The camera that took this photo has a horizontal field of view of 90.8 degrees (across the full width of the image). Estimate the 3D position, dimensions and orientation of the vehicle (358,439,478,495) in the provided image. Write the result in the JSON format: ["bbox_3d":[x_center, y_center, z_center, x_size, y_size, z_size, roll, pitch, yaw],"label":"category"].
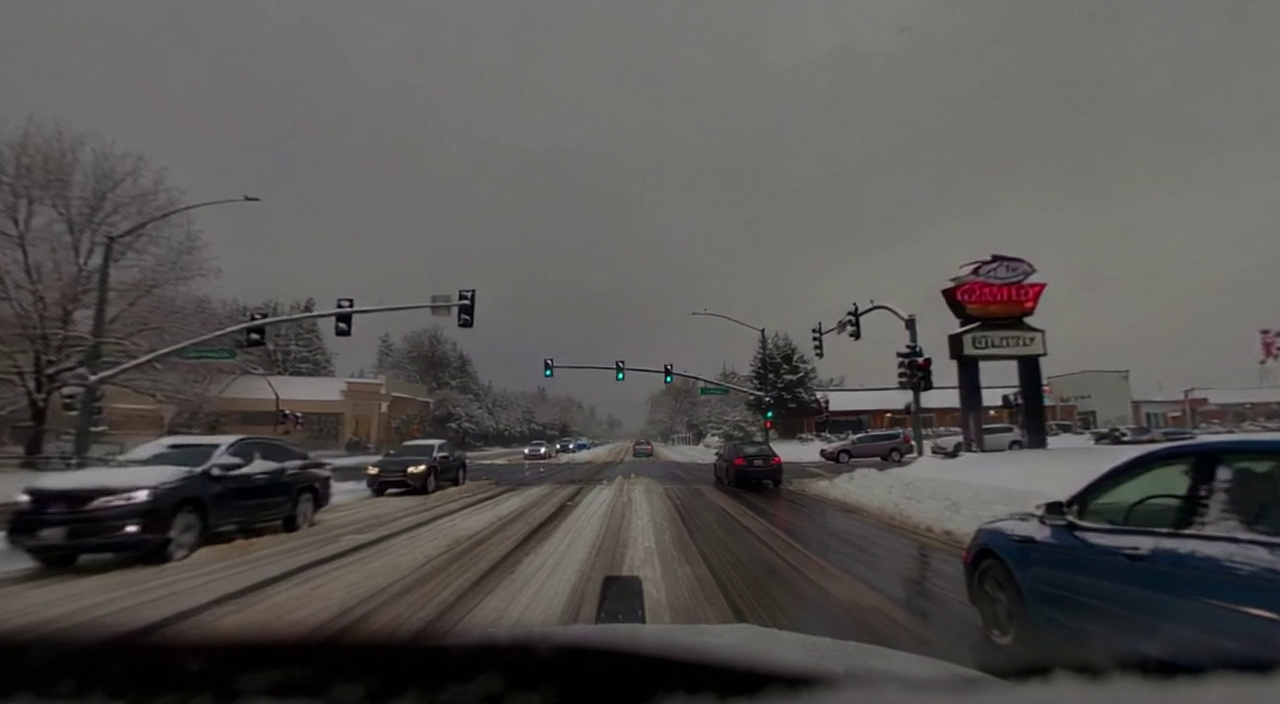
[{"bbox_3d":[-6.483,3.387,19.048,2.038,1.484,4.273,0,-8,0],"label":"vehicle"}]

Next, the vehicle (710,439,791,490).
[{"bbox_3d":[3.461,3.601,20.603,1.842,1.480,4.155,0,-8,-1],"label":"vehicle"}]

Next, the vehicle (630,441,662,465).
[{"bbox_3d":[0.341,6.597,41.372,2.008,1.464,4.052,0,-8,-1],"label":"vehicle"}]

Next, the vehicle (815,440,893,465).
[{"bbox_3d":[13.883,6.531,41.162,4.370,1.517,1.939,0,-8,3],"label":"vehicle"}]

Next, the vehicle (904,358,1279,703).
[{"bbox_3d":[3.296,0.926,2.832,2.174,1.596,4.779,0,-8,0],"label":"vehicle"}]

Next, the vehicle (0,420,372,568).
[{"bbox_3d":[-6.124,1.906,9.360,2.176,1.591,4.778,0,-8,1],"label":"vehicle"}]
